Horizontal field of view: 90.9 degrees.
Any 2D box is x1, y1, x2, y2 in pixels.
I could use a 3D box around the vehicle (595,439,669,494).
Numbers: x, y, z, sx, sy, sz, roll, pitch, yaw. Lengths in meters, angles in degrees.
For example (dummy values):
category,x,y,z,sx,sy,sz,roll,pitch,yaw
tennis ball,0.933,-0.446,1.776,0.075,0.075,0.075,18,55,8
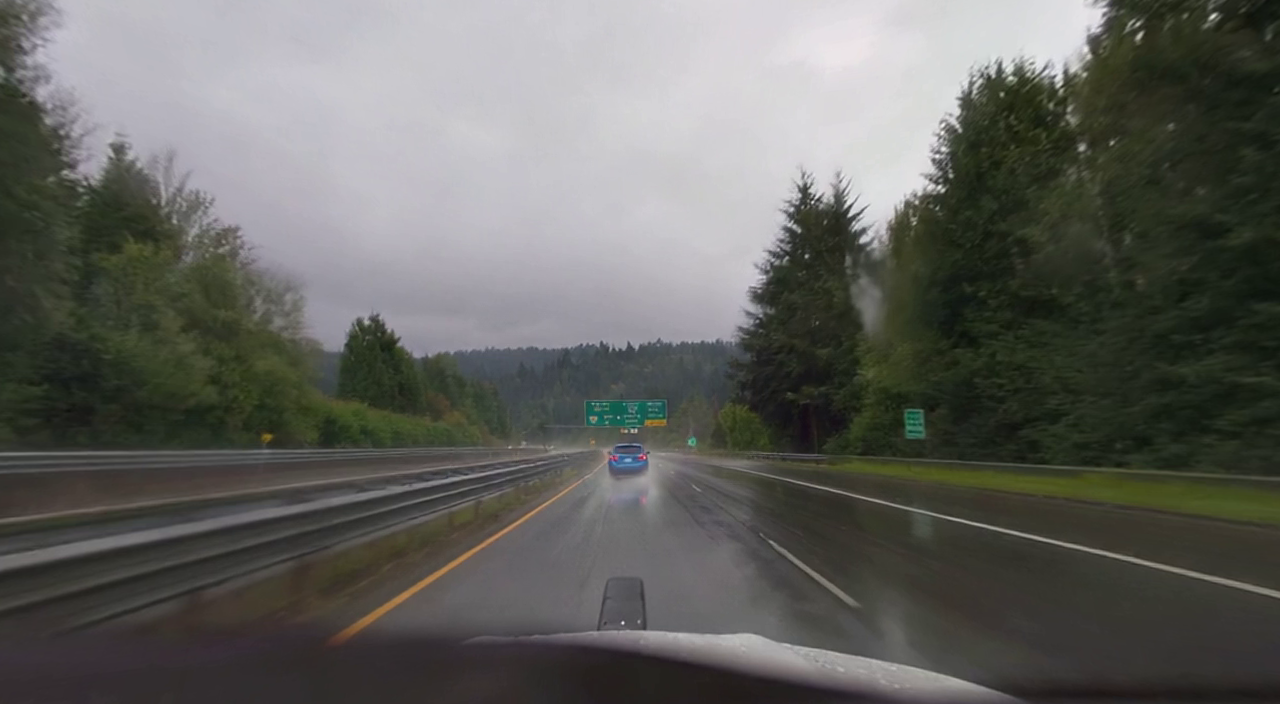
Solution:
category,x,y,z,sx,sy,sz,roll,pitch,yaw
vehicle,-0.228,3.526,19.762,2.069,1.523,4.012,0,-9,0
